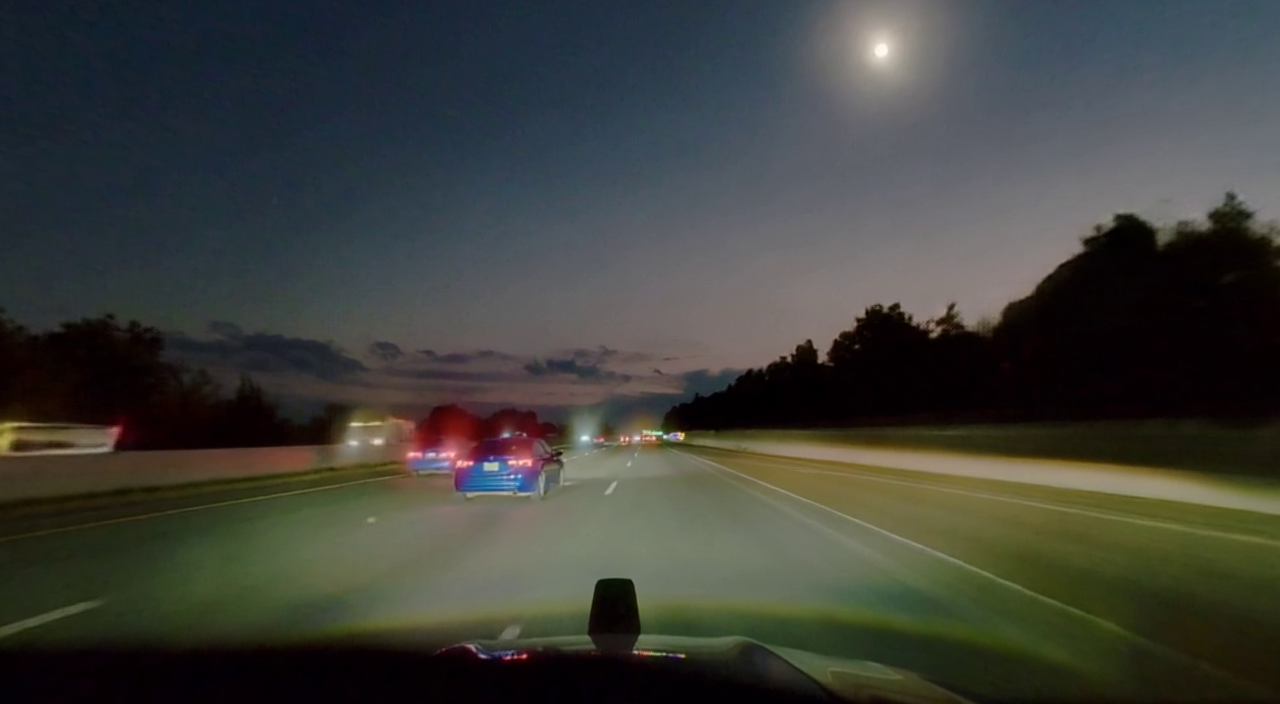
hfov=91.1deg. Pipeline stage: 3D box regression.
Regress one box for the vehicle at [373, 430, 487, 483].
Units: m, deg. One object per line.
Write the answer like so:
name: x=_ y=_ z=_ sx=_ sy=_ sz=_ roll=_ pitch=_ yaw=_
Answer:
vehicle: x=-6.503 y=3.274 z=20.062 sx=2.084 sy=1.494 sz=4.404 roll=0 pitch=-8 yaw=1

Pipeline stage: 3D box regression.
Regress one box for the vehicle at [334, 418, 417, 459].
vehicle: x=-16.025 y=5.314 z=38.581 sx=2.313 sy=2.318 sz=6.262 roll=0 pitch=-8 yaw=1

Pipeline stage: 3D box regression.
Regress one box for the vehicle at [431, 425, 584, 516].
vehicle: x=-2.383 y=2.230 z=12.423 sx=2.079 sy=1.500 sz=3.881 roll=0 pitch=-8 yaw=2
